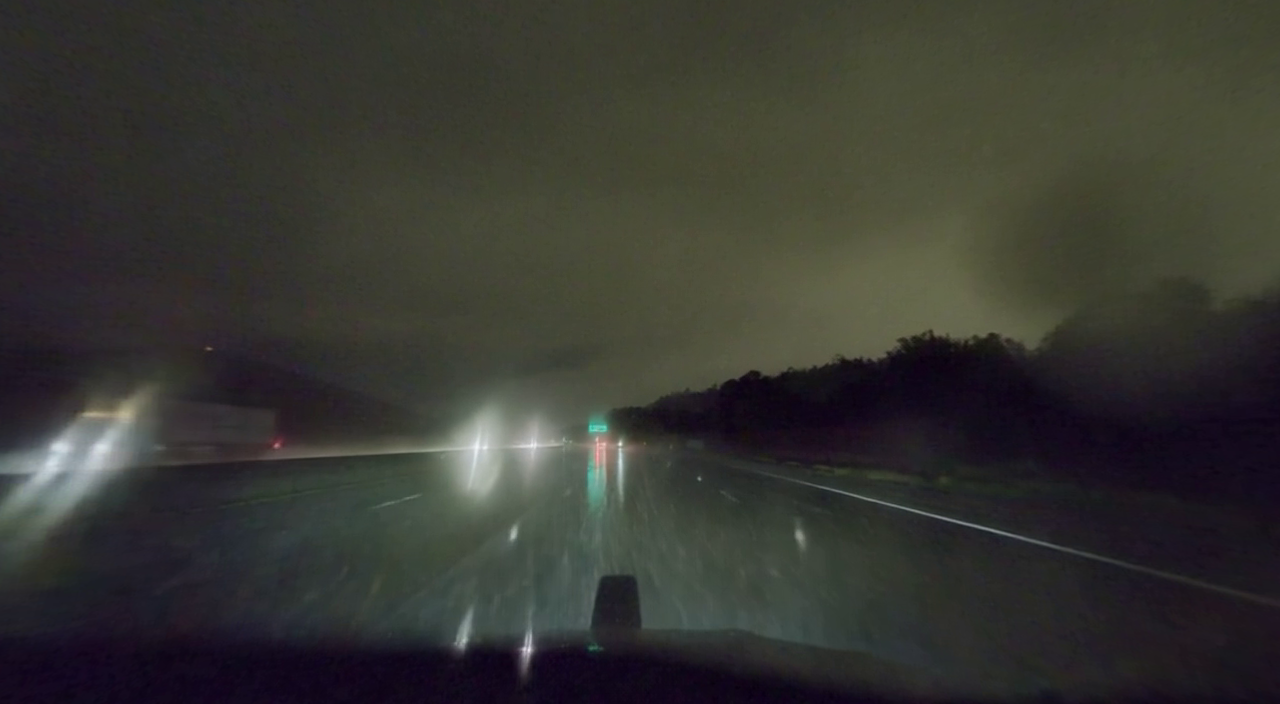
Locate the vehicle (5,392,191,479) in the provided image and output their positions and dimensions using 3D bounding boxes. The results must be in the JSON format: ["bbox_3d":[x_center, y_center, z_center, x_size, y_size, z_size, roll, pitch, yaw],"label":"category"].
[{"bbox_3d":[-23.549,3.715,27.883,2.883,3.437,5.962,0,-8,-2],"label":"vehicle"}]
